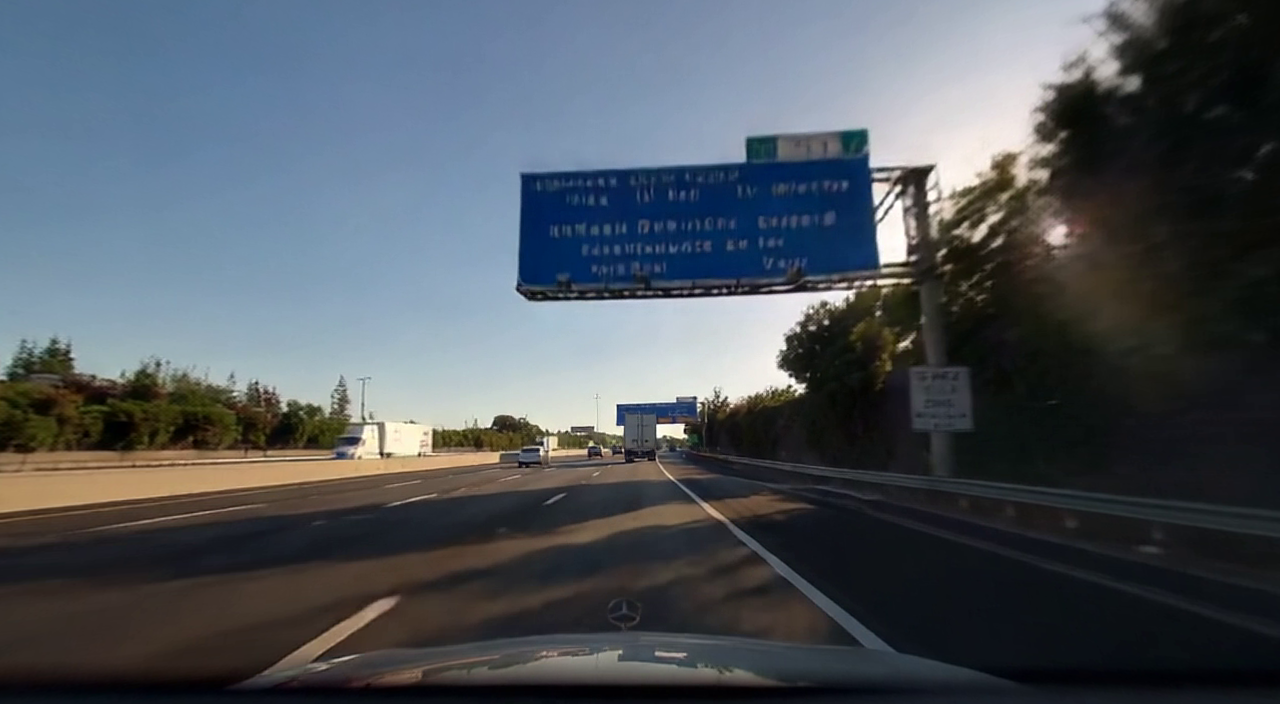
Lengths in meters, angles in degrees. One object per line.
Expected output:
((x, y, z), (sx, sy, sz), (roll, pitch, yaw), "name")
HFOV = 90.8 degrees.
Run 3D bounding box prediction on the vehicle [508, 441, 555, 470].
((-6.736, 6.506, 39.704), (2.067, 1.676, 4.789), (0, -9, 1), "vehicle")
